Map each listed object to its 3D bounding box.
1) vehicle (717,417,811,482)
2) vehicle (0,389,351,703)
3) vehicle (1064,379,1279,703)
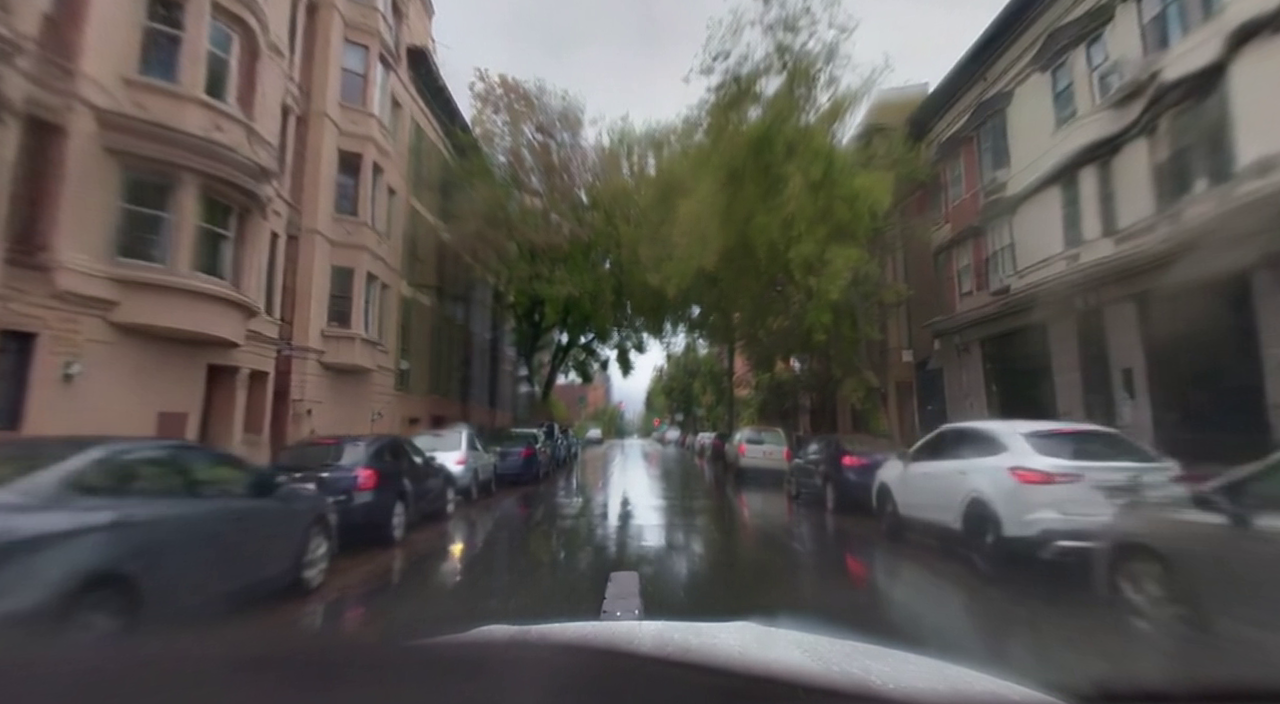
[{"bbox_3d":[3.737,3.020,19.877,1.879,1.802,4.574,0,-7,-2],"label":"vehicle"},{"bbox_3d":[-3.413,1.011,3.623,1.874,1.508,3.414,1,-3,0],"label":"vehicle"},{"bbox_3d":[3.731,0.819,2.105,1.896,1.549,3.845,0,-7,-1],"label":"vehicle"}]
